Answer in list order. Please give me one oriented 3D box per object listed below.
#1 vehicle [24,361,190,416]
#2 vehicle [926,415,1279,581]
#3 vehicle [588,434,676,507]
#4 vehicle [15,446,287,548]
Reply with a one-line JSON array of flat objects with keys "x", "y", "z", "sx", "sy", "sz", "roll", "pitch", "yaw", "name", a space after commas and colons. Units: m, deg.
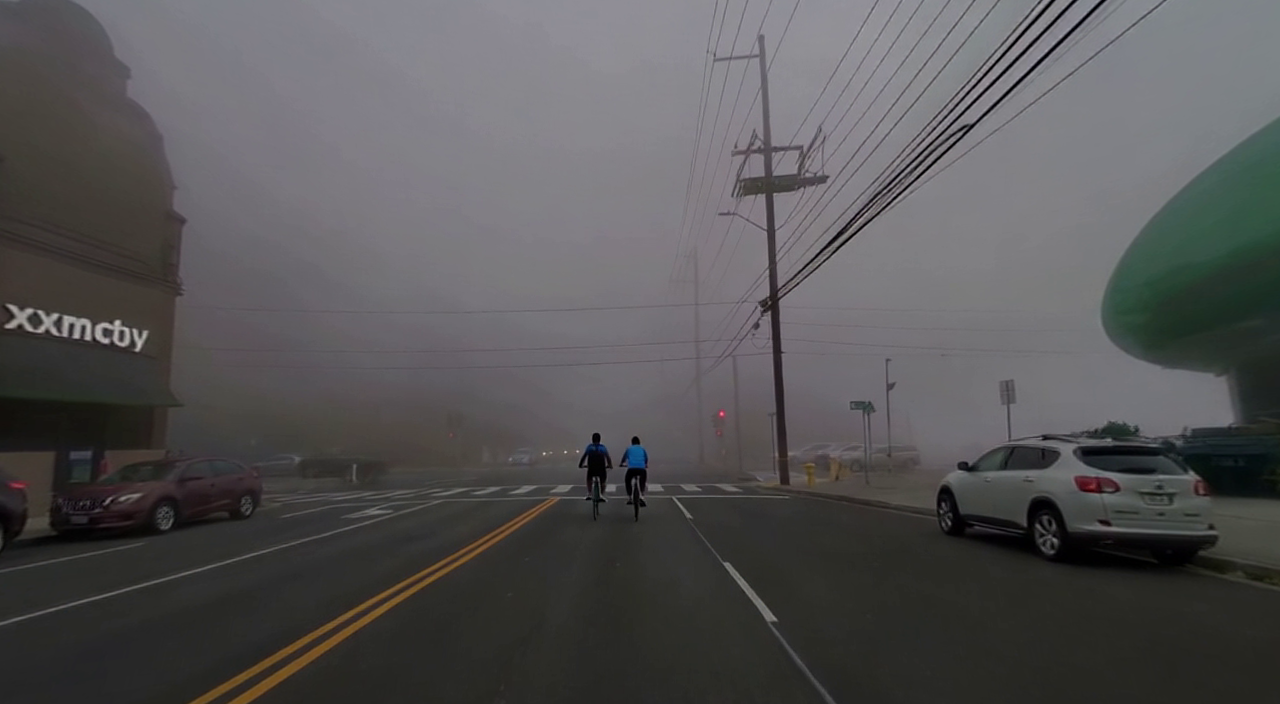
[{"x": -17.107, "y": 1.225, "z": 20.433, "sx": 3.685, "sy": 1.584, "sz": 1.708, "roll": 1, "pitch": -9, "yaw": -3, "name": "vehicle"}, {"x": 5.826, "y": 1.828, "z": 8.669, "sx": 1.873, "sy": 1.714, "sz": 3.979, "roll": 0, "pitch": -8, "yaw": 0, "name": "vehicle"}, {"x": -0.169, "y": 3.253, "z": 17.726, "sx": 2.190, "sy": 1.783, "sz": 4.048, "roll": 0, "pitch": -8, "yaw": 1, "name": "vehicle"}, {"x": -10.247, "y": 3.001, "z": 13.943, "sx": 2.075, "sy": 1.816, "sz": 4.900, "roll": 0, "pitch": -8, "yaw": -1, "name": "vehicle"}]
